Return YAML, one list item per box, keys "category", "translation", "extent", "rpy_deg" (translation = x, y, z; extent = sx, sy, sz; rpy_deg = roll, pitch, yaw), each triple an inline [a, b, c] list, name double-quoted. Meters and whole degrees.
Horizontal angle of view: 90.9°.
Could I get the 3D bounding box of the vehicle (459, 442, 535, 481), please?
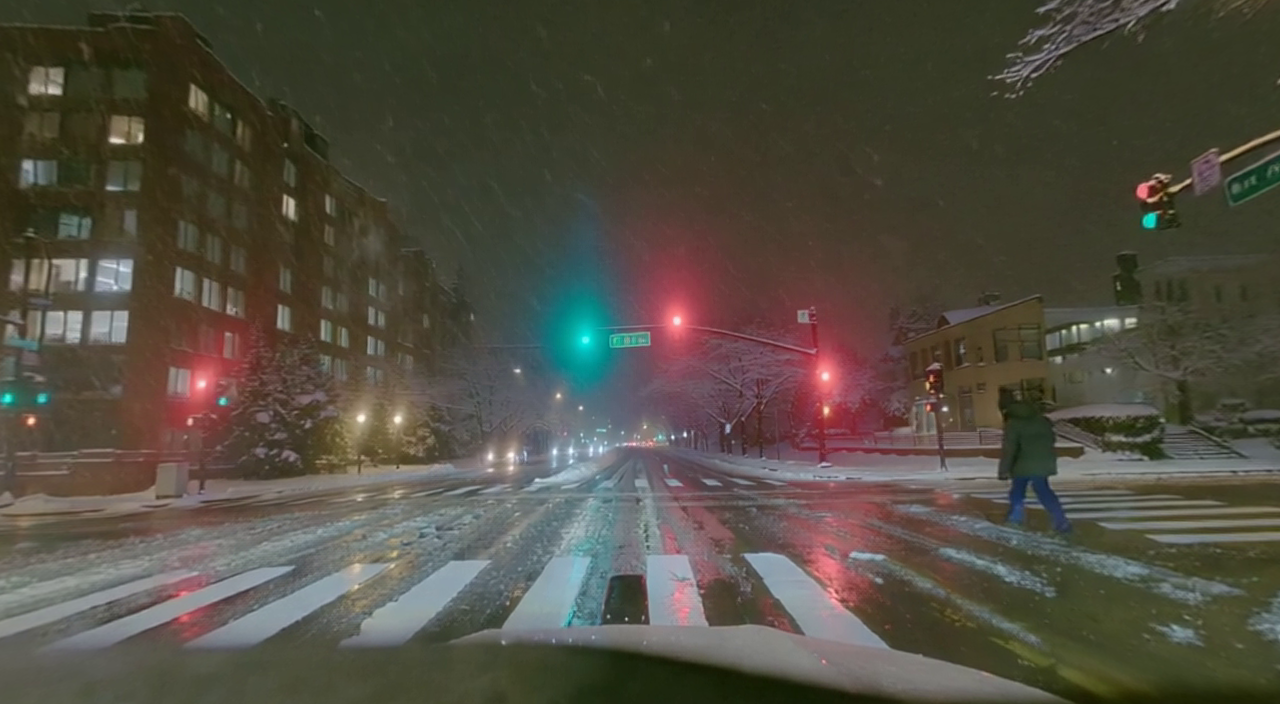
- category: "vehicle"
  translation: [-5.880, 4.531, 26.489]
  extent: [2.127, 1.473, 4.428]
  rpy_deg: [0, -8, 1]
